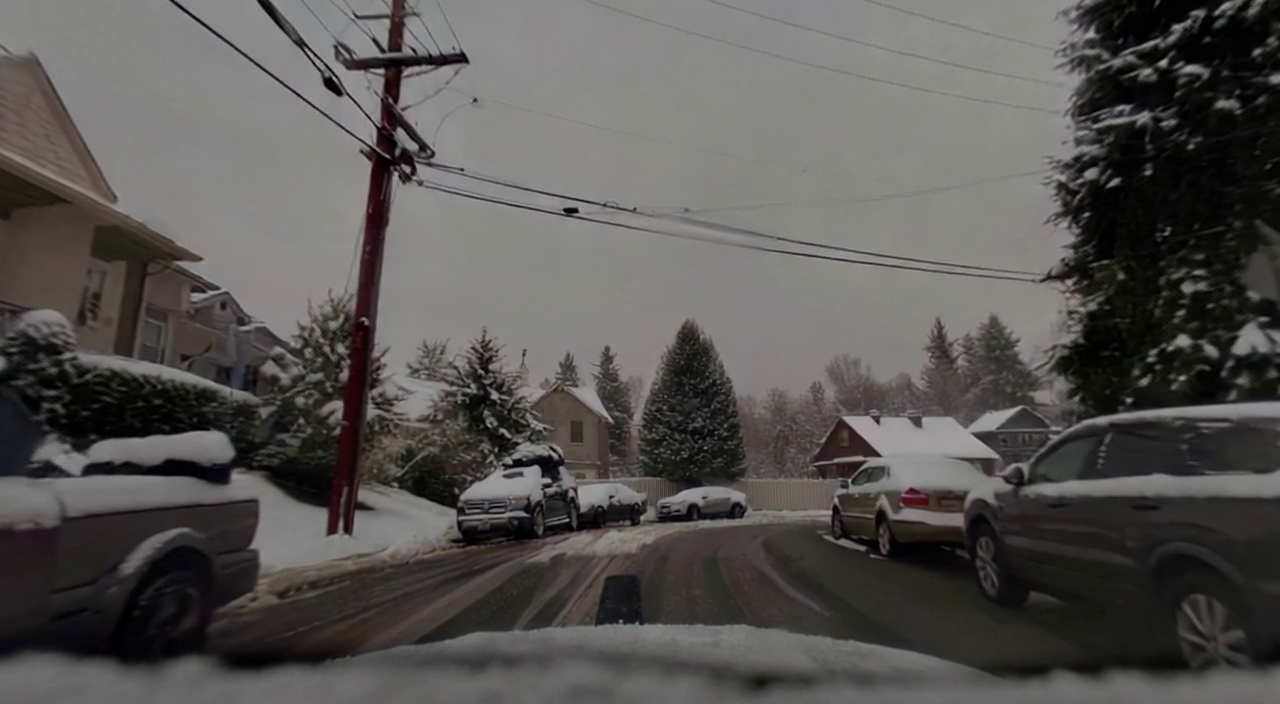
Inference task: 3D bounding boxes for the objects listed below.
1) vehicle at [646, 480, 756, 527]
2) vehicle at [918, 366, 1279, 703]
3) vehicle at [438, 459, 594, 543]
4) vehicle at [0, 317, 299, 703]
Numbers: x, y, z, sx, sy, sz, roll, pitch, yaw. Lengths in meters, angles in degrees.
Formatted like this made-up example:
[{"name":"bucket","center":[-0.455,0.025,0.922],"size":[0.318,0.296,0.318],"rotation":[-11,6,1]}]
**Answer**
[{"name":"vehicle","center":[2.597,6.317,26.610],"size":[4.217,1.547,2.082],"rotation":[5,-10,-34]},{"name":"vehicle","center":[4.003,1.252,4.635],"size":[1.899,1.877,4.668],"rotation":[0,-8,2]},{"name":"vehicle","center":[-2.889,3.710,16.139],"size":[2.247,1.702,5.043],"rotation":[-4,-11,9]},{"name":"vehicle","center":[-3.637,0.629,1.533],"size":[2.195,1.797,5.890],"rotation":[0,-8,2]}]
